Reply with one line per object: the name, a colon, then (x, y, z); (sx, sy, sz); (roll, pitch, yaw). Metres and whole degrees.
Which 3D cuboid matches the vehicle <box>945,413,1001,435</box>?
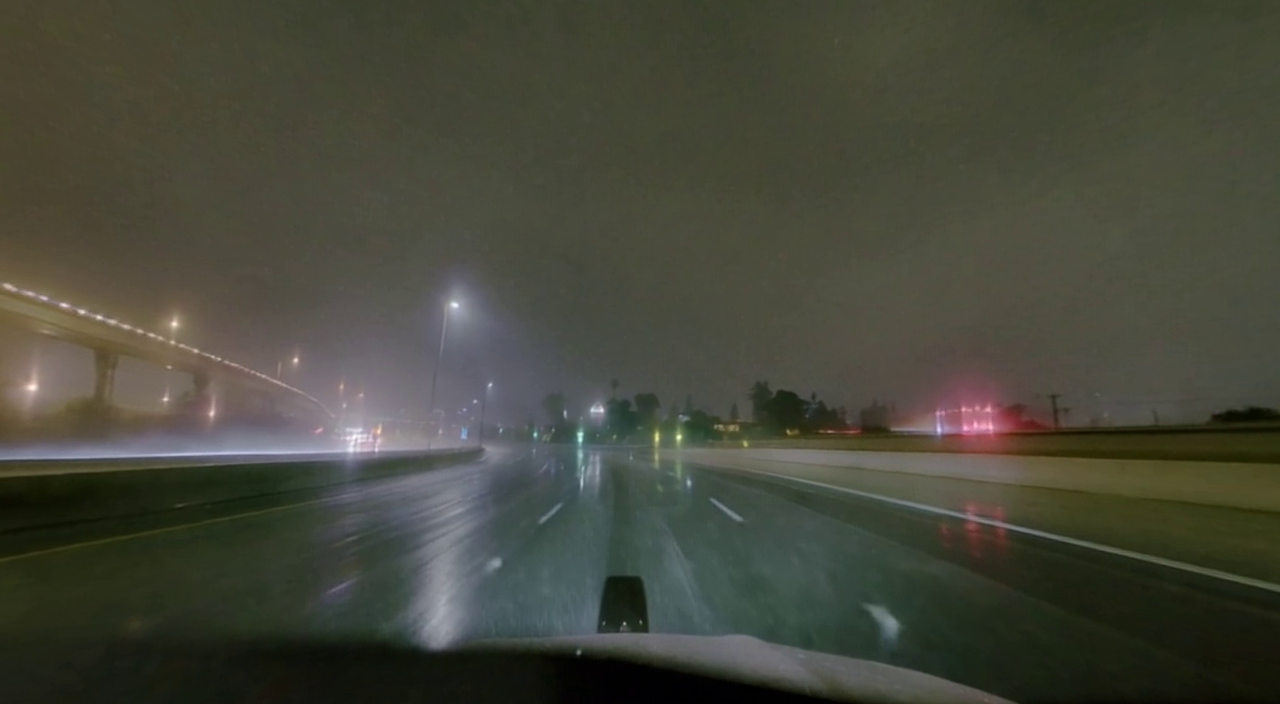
vehicle: (25.218, 5.488, 47.863); (1.944, 1.461, 3.689); (1, -9, -6)
